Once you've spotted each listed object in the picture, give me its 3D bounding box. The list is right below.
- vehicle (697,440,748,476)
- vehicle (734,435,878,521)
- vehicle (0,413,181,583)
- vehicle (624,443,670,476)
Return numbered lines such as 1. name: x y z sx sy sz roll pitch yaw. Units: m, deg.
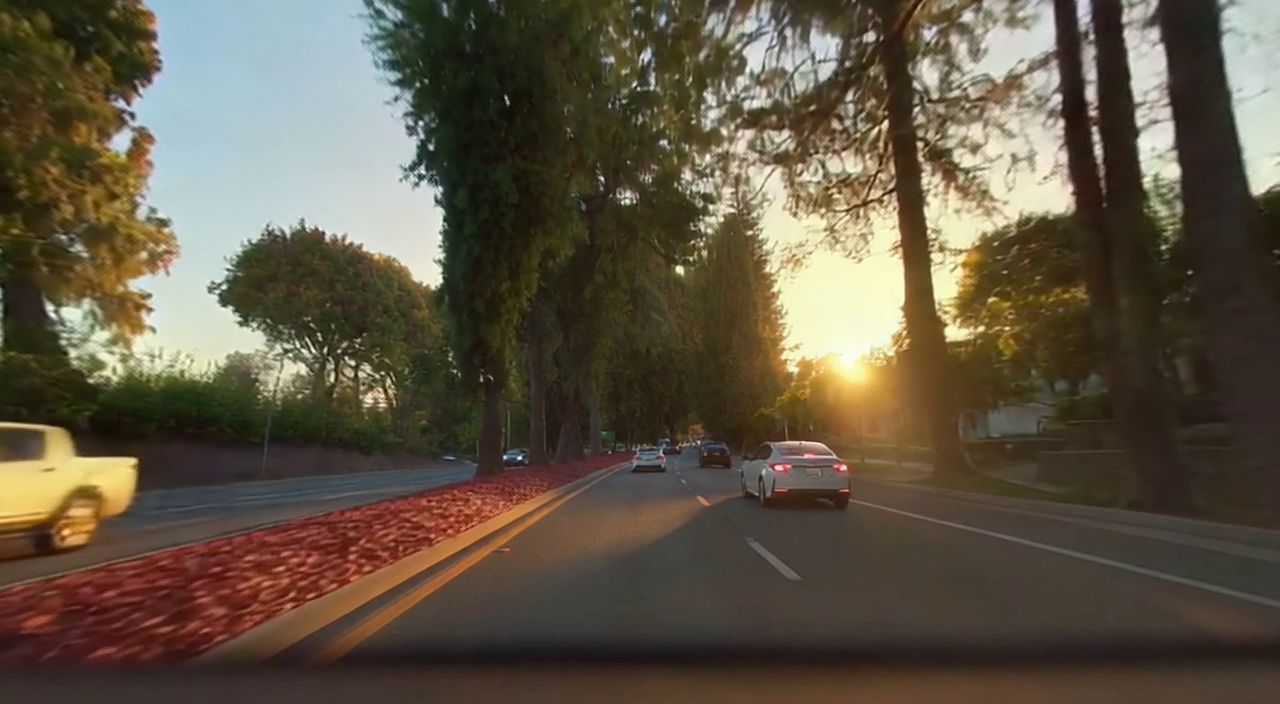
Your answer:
1. vehicle: 4.102 5.333 32.031 2.074 1.652 4.340 0 -9 1
2. vehicle: 3.313 2.602 13.560 1.985 1.529 4.147 0 -9 0
3. vehicle: -8.239 1.714 7.573 2.066 1.890 4.695 0 -9 -3
4. vehicle: 0.374 5.179 30.560 2.082 1.473 4.028 0 -9 2
